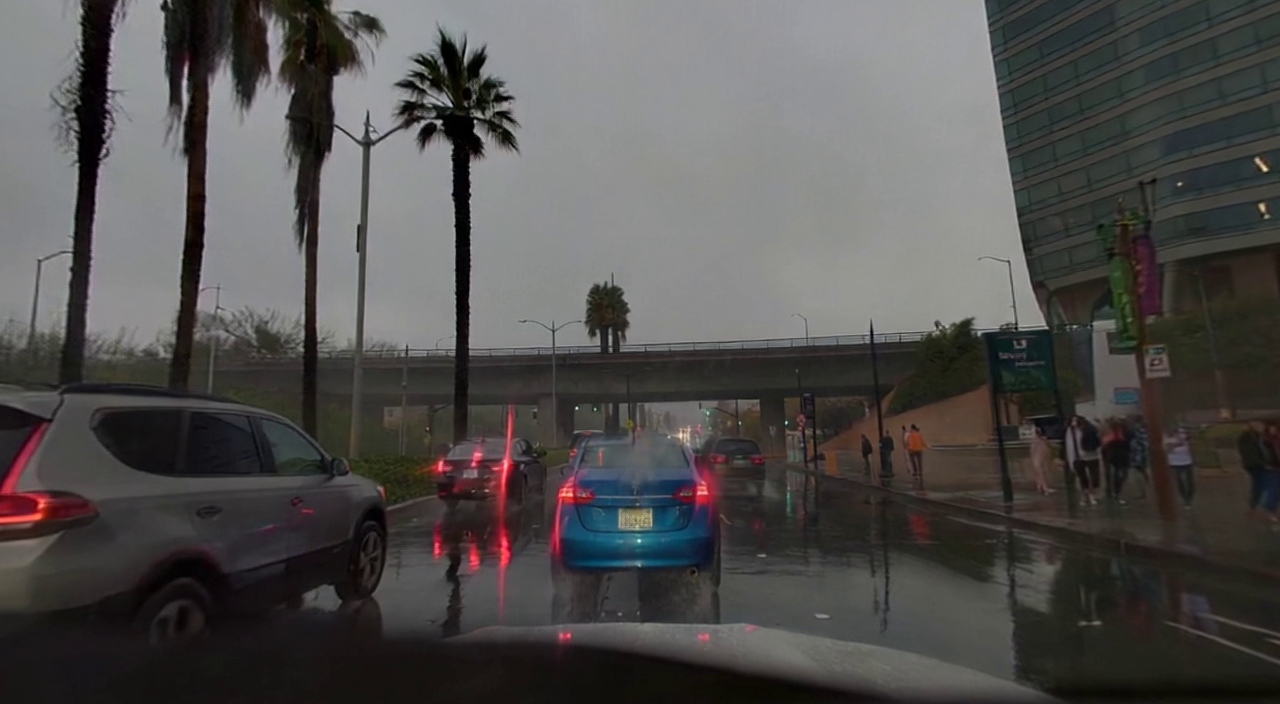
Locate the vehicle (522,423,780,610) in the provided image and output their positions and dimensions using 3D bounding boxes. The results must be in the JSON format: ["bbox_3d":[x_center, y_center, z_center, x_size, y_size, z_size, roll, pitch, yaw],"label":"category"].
[{"bbox_3d":[0.062,1.614,7.139,2.036,1.461,4.129,0,-8,-1],"label":"vehicle"}]

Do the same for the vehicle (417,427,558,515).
[{"bbox_3d":[-3.148,2.556,14.001,1.955,1.637,4.032,0,-9,2],"label":"vehicle"}]

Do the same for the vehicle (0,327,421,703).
[{"bbox_3d":[-3.260,1.070,4.127,2.014,1.740,4.359,0,-9,1],"label":"vehicle"}]
